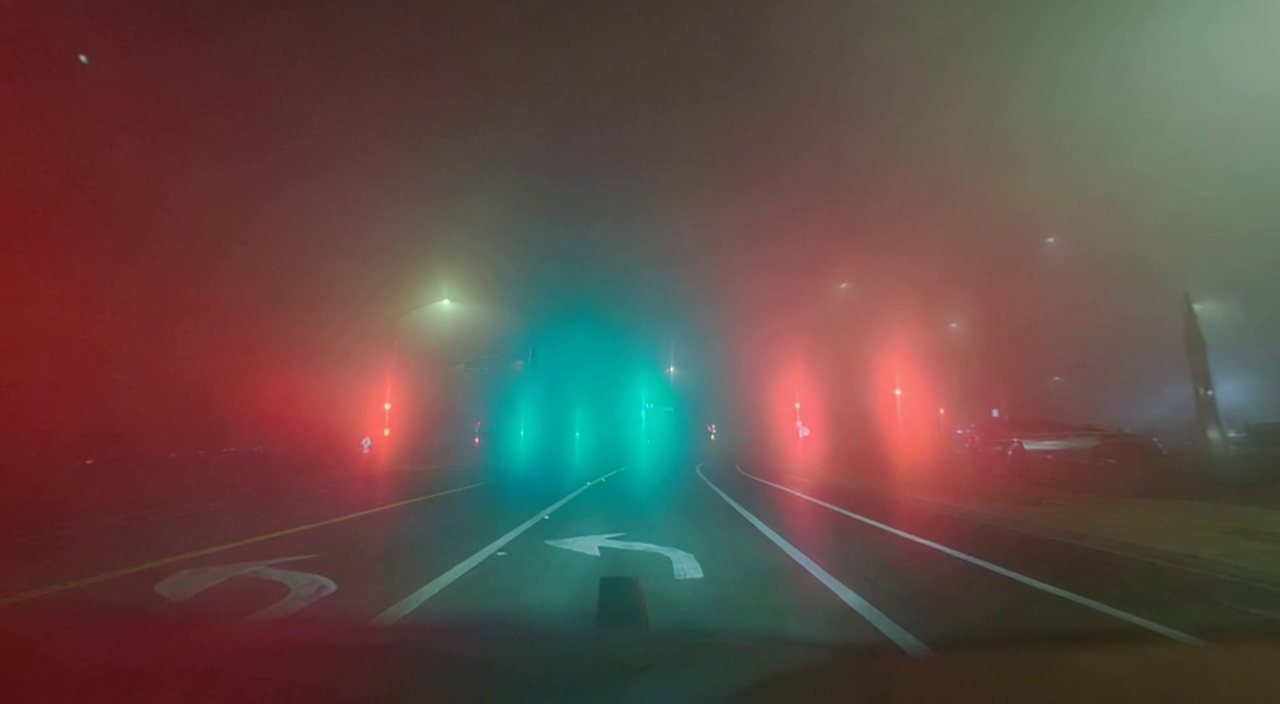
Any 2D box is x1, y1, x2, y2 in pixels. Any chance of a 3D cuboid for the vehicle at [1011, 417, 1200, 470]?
[{"bbox_3d":[13.888,2.760,18.994,4.167,1.476,1.871,0,-8,0],"label":"vehicle"}]
